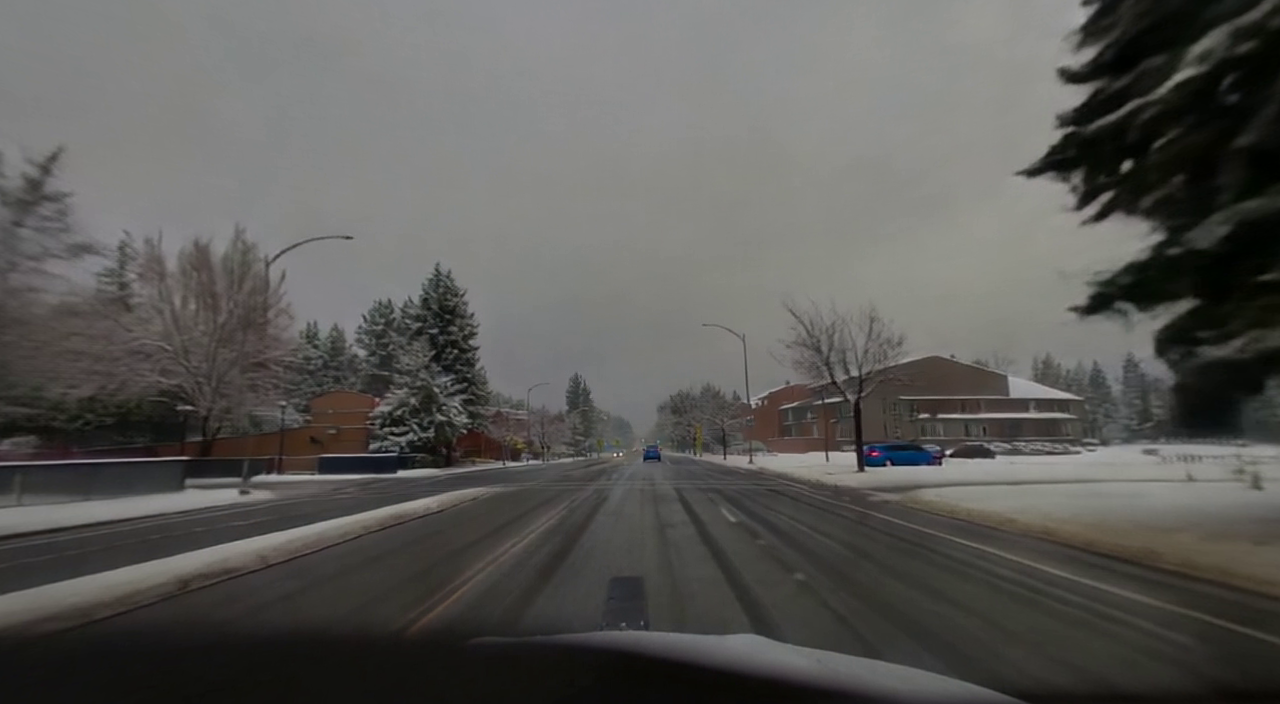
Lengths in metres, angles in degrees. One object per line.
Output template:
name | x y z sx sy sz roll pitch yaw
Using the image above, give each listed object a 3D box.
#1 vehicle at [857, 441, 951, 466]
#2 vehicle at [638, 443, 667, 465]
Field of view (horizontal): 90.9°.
vehicle | 16.124 6.199 38.681 4.824 1.462 1.974 0 -8 -1
vehicle | 0.961 7.915 49.042 2.200 1.653 4.127 0 -8 1
